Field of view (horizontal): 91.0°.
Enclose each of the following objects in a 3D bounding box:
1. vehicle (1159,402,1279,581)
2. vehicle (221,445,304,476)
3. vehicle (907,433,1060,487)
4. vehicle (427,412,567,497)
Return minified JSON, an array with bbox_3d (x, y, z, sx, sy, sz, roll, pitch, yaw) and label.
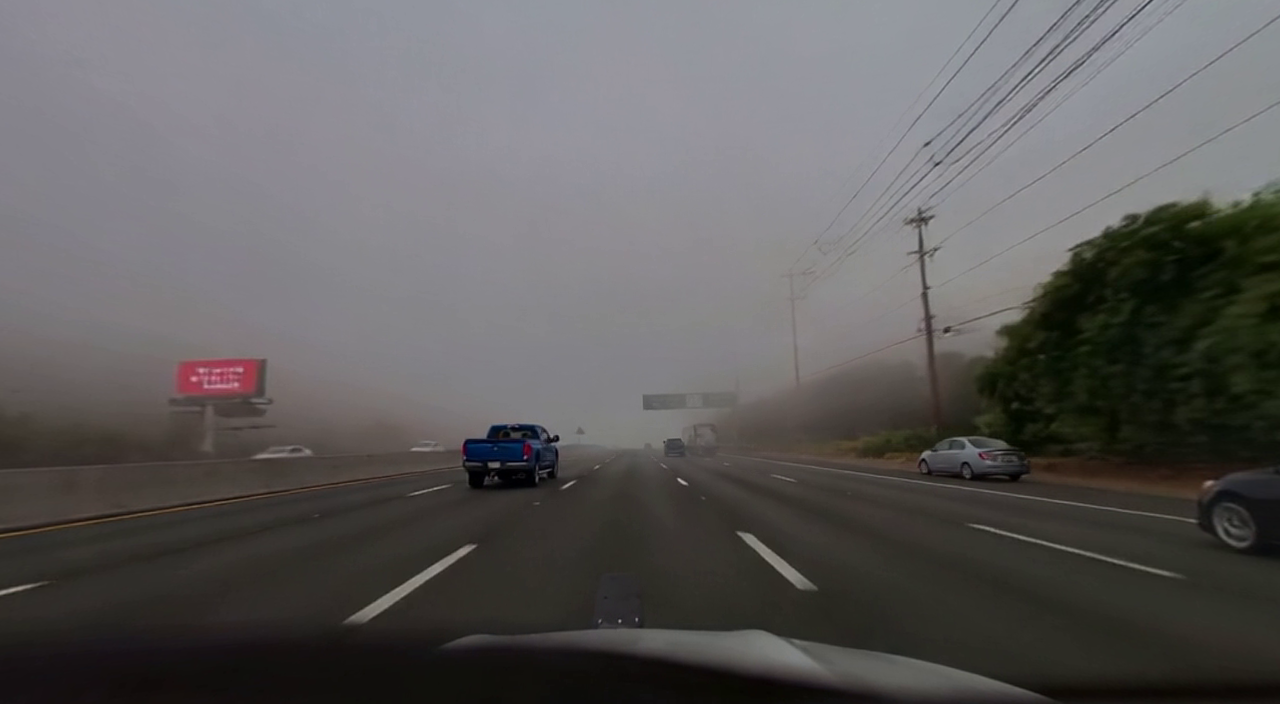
[{"bbox_3d":[6.975,1.164,4.942,1.976,1.646,4.370,0,-8,-1],"label":"vehicle"},{"bbox_3d":[-21.806,6.265,36.630,1.970,1.705,4.552,0,-8,0],"label":"vehicle"},{"bbox_3d":[10.495,3.334,19.747,2.076,1.470,4.644,0,-8,-1],"label":"vehicle"},{"bbox_3d":[-3.812,2.938,18.335,2.508,2.023,6.176,0,-8,1],"label":"vehicle"}]
